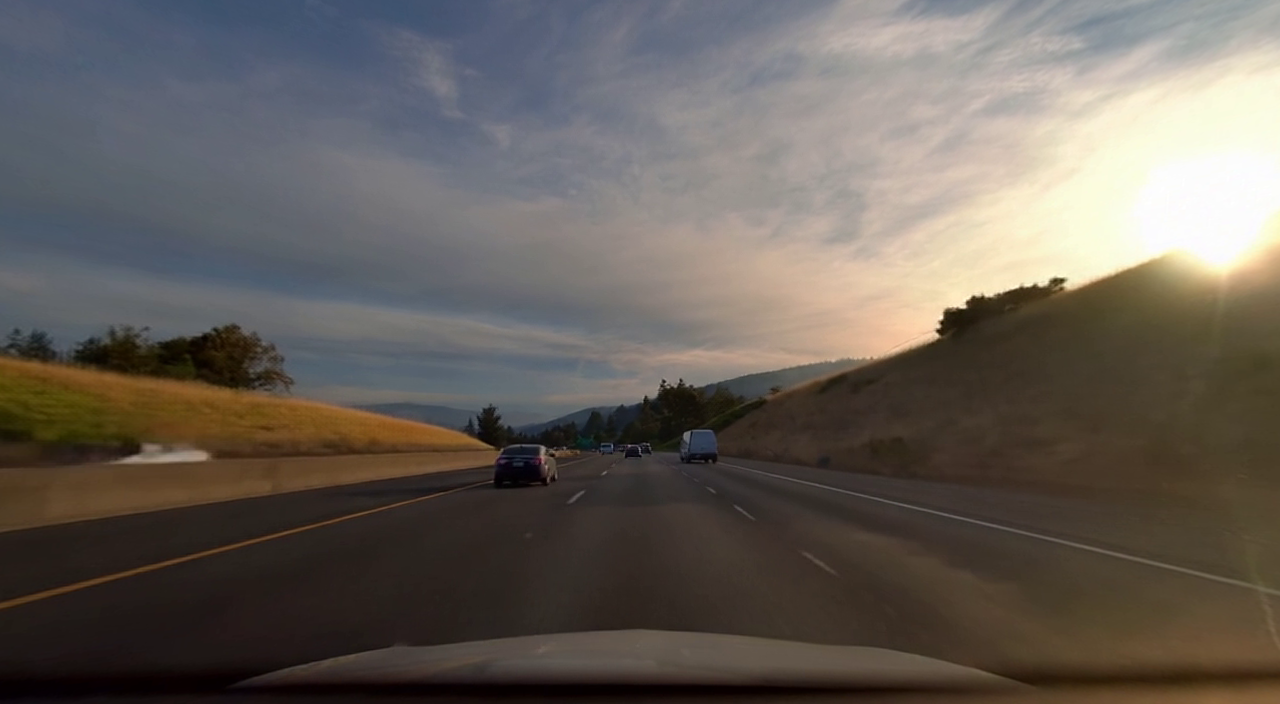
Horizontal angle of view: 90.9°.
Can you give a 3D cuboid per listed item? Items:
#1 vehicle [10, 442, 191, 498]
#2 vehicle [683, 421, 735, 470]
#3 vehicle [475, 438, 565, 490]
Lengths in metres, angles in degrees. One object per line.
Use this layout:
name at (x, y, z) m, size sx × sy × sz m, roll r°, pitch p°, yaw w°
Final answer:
vehicle at (-15.394, 3.361, 18.334) m, size 1.596 × 1.414 × 4.176 m, roll 0°, pitch -9°, yaw -1°
vehicle at (3.976, 5.600, 37.532) m, size 2.361 × 2.636 × 5.684 m, roll 0°, pitch -9°, yaw -1°
vehicle at (-3.801, 3.658, 20.831) m, size 2.054 × 1.529 × 4.368 m, roll 0°, pitch -9°, yaw 1°
